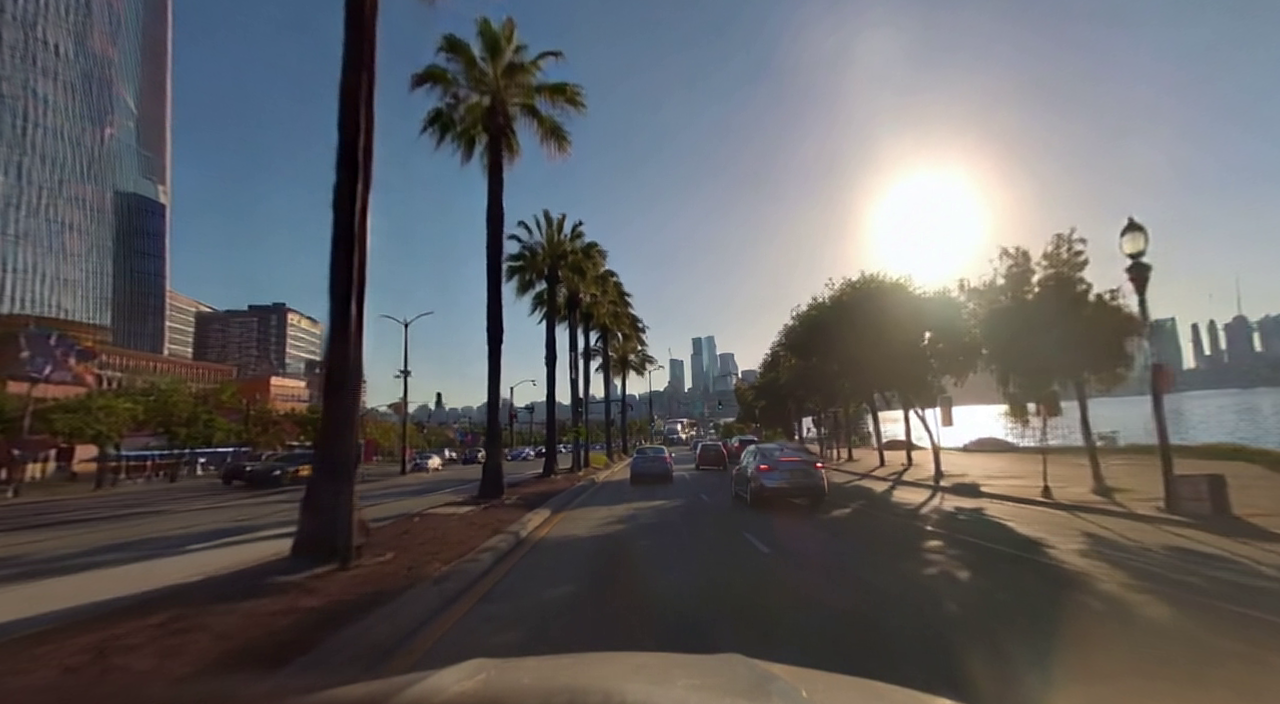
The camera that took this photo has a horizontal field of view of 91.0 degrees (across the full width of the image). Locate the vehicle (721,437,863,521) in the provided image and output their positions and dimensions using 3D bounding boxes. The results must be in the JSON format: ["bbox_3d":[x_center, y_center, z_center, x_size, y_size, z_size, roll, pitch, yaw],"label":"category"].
[{"bbox_3d":[3.069,2.677,13.916,2.051,1.509,4.933,0,-9,2],"label":"vehicle"}]

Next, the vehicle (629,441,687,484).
[{"bbox_3d":[0.759,4.211,24.326,2.077,1.518,3.760,-1,-9,4],"label":"vehicle"}]

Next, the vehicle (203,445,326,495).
[{"bbox_3d":[-15.567,4.884,26.510,2.048,1.830,5.136,-1,-9,-1],"label":"vehicle"}]
